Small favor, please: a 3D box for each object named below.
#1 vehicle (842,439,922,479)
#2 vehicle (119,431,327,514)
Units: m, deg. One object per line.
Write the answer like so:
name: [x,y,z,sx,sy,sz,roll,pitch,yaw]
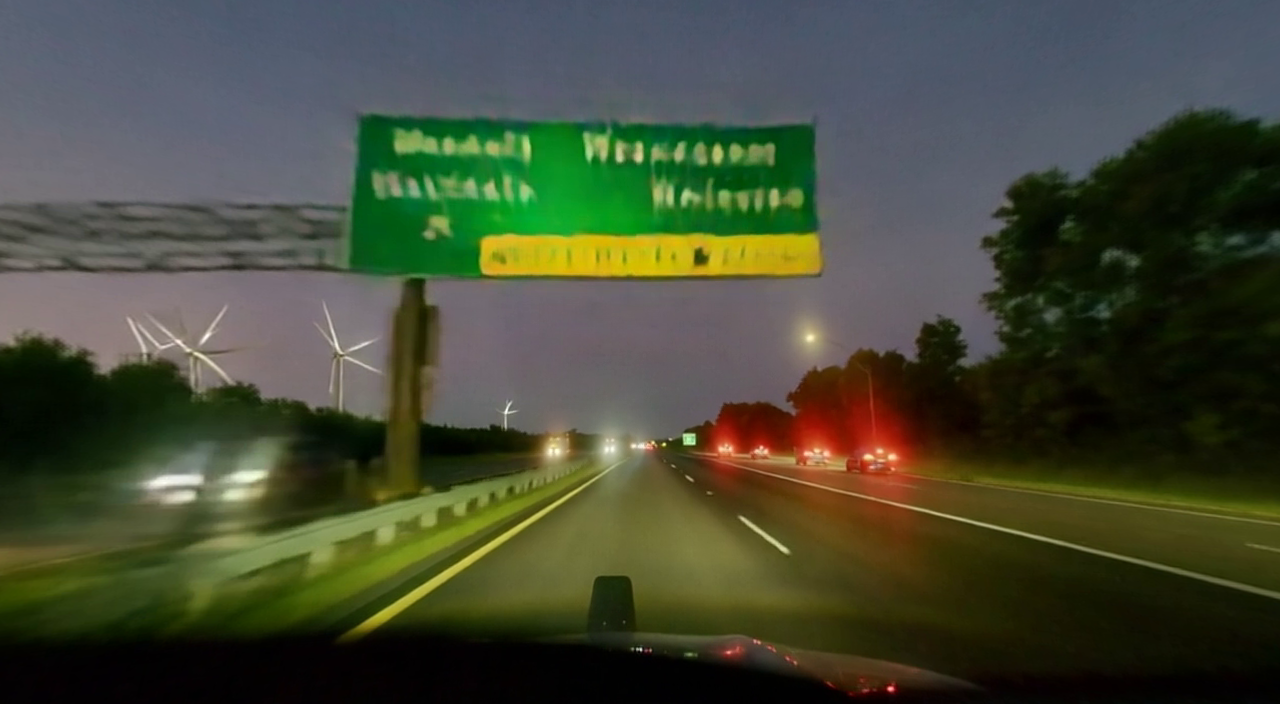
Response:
vehicle: [11.092,4.936,29.297,1.897,1.669,4.825,0,-9,2]
vehicle: [-9.519,2.775,14.938,1.848,1.641,4.321,0,-9,1]
